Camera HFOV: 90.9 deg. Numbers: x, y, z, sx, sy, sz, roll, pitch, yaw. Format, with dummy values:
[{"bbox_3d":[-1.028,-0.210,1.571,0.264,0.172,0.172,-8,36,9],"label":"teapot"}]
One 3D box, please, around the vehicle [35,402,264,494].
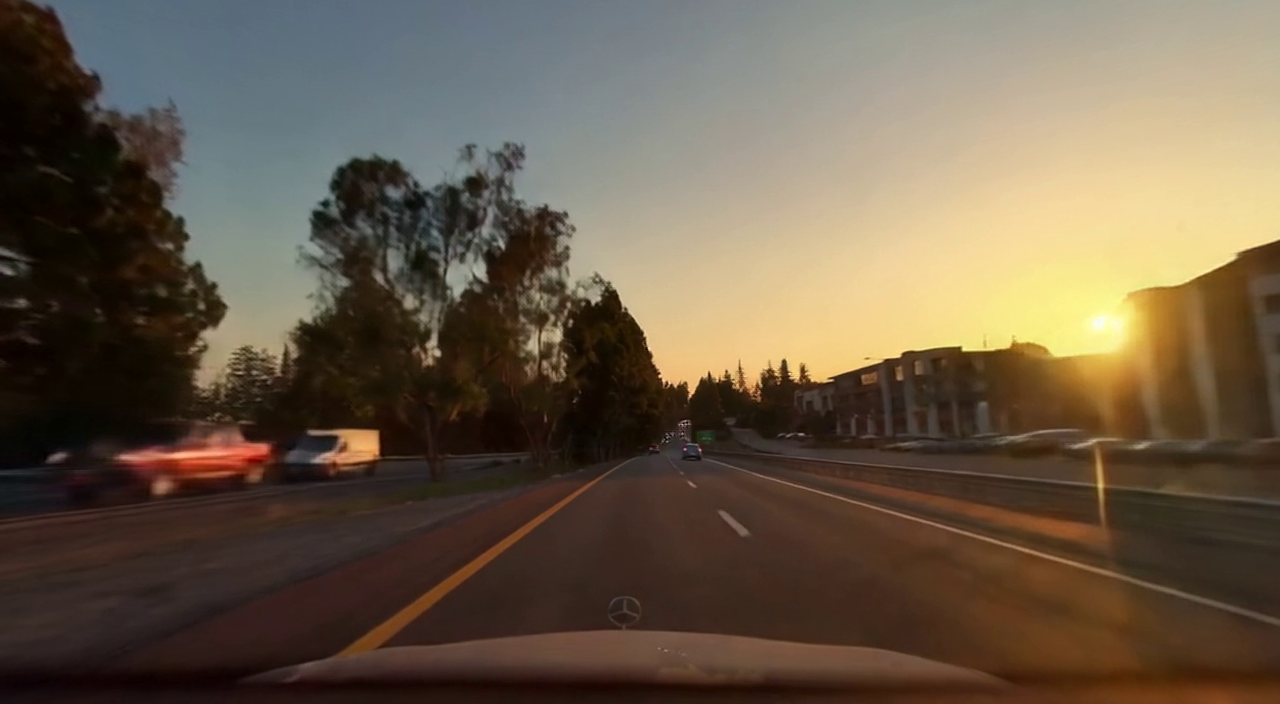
[{"bbox_3d":[-19.725,3.953,26.306,2.938,3.241,7.954,0,-8,1],"label":"vehicle"}]
